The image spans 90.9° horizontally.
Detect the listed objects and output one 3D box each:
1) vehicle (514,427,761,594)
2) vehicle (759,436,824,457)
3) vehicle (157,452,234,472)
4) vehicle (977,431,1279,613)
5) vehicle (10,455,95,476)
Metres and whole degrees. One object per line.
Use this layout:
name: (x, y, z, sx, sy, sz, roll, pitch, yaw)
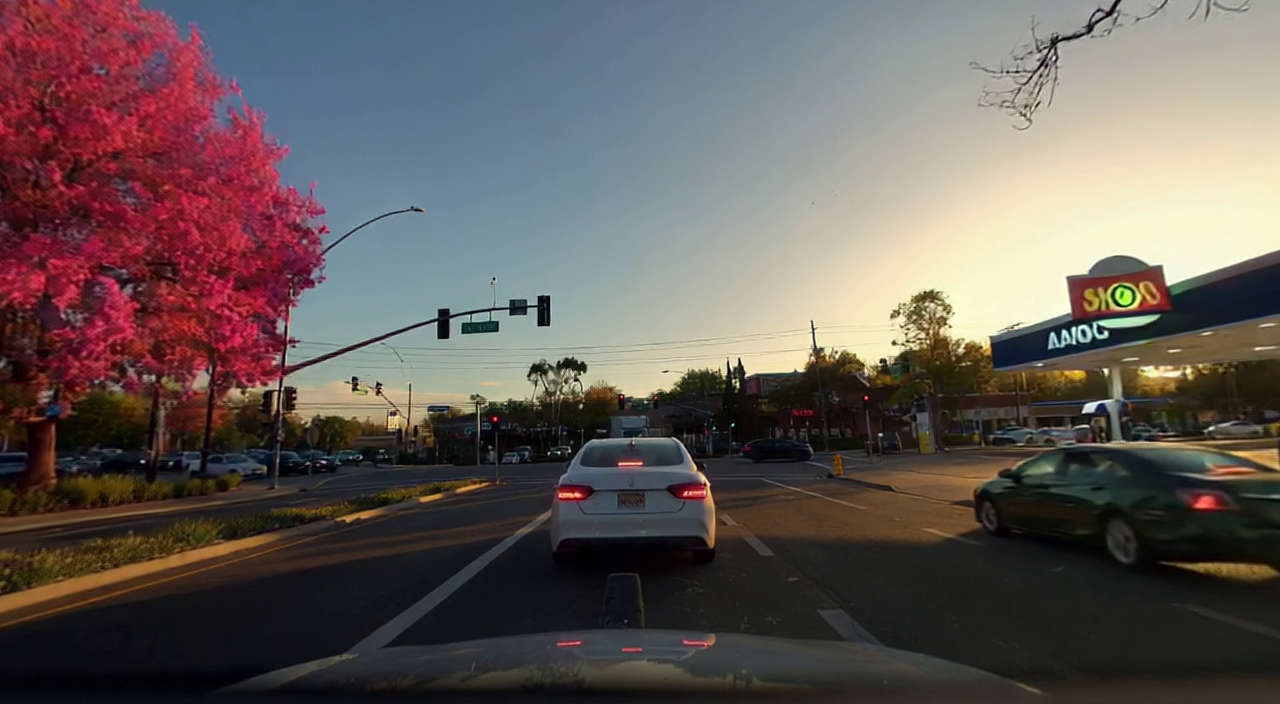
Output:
vehicle: (-0.047, 1.726, 7.759, 2.213, 1.482, 4.057, 0, -8, -1)
vehicle: (11.583, 7.245, 48.288, 4.458, 1.510, 1.947, -6, -10, 33)
vehicle: (-33.257, 8.232, 47.228, 4.466, 1.438, 1.837, -1, -8, 5)
vehicle: (6.233, 1.753, 7.551, 1.942, 1.511, 4.390, 0, -8, 0)
vehicle: (-43.421, 8.370, 46.616, 4.609, 1.465, 1.944, -1, -8, 7)
